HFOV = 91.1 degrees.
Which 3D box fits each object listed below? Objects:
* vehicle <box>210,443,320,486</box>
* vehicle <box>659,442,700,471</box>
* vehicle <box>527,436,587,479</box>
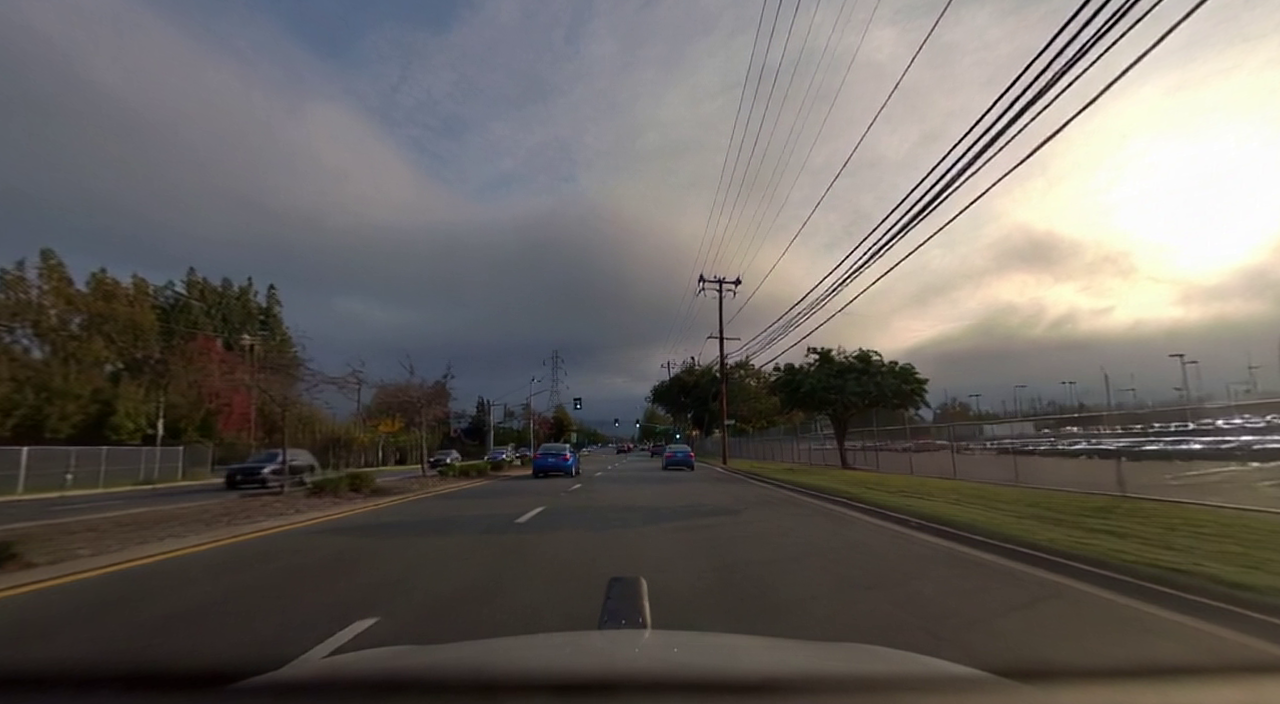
[{"bbox_3d":[-16.586,4.959,28.082,2.073,1.715,4.524,0,-8,1],"label":"vehicle"},{"bbox_3d":[2.102,5.756,34.803,2.059,1.486,3.980,0,-8,0],"label":"vehicle"},{"bbox_3d":[-3.528,4.561,27.458,1.950,1.692,4.397,0,-8,1],"label":"vehicle"}]
